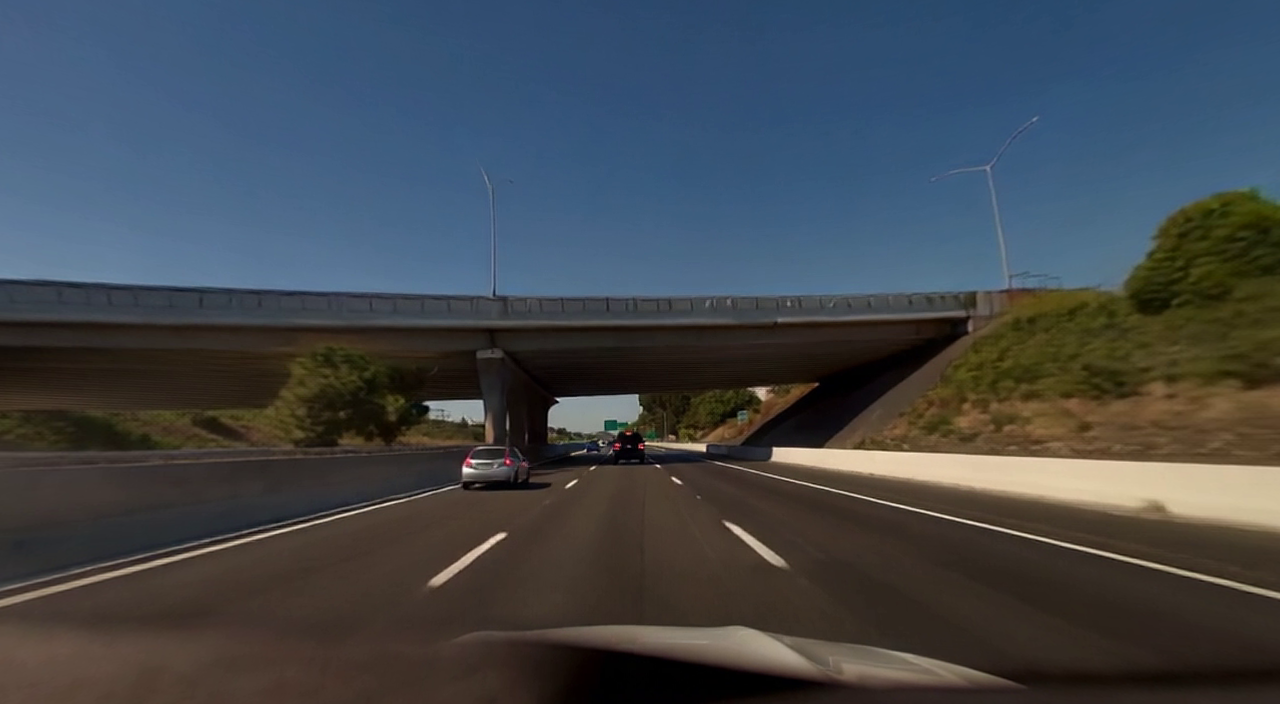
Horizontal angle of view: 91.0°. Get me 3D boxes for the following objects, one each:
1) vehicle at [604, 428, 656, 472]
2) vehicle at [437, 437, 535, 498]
[{"bbox_3d":[-0.511,4.836,31.273,2.382,1.973,4.439,0,-8,-2],"label":"vehicle"},{"bbox_3d":[-4.325,3.271,18.308,1.945,1.550,3.780,-1,-8,-1],"label":"vehicle"}]
